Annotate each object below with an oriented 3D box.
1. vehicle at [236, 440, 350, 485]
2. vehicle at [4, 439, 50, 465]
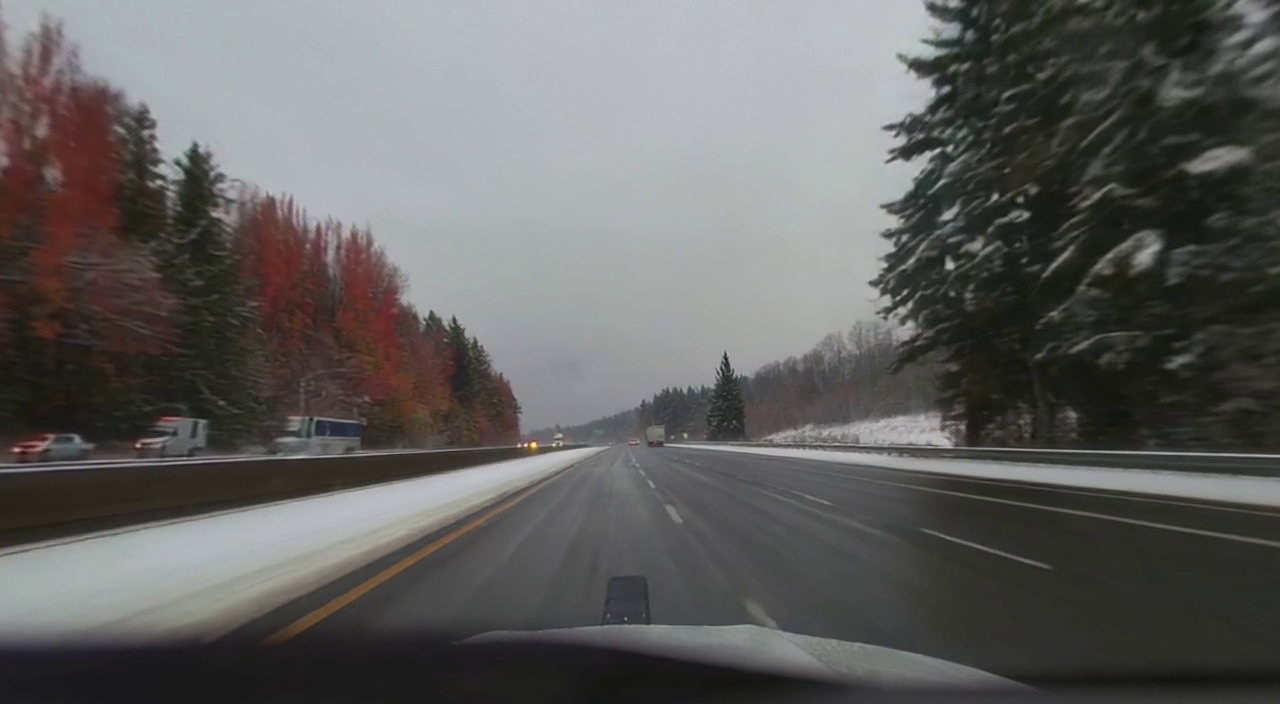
[{"bbox_3d":[-13.640,4.334,25.084,2.033,1.623,4.498,0,-8,-1],"label":"vehicle"},{"bbox_3d":[-46.982,7.633,48.177,4.792,1.890,2.001,-7,-11,41],"label":"vehicle"}]
